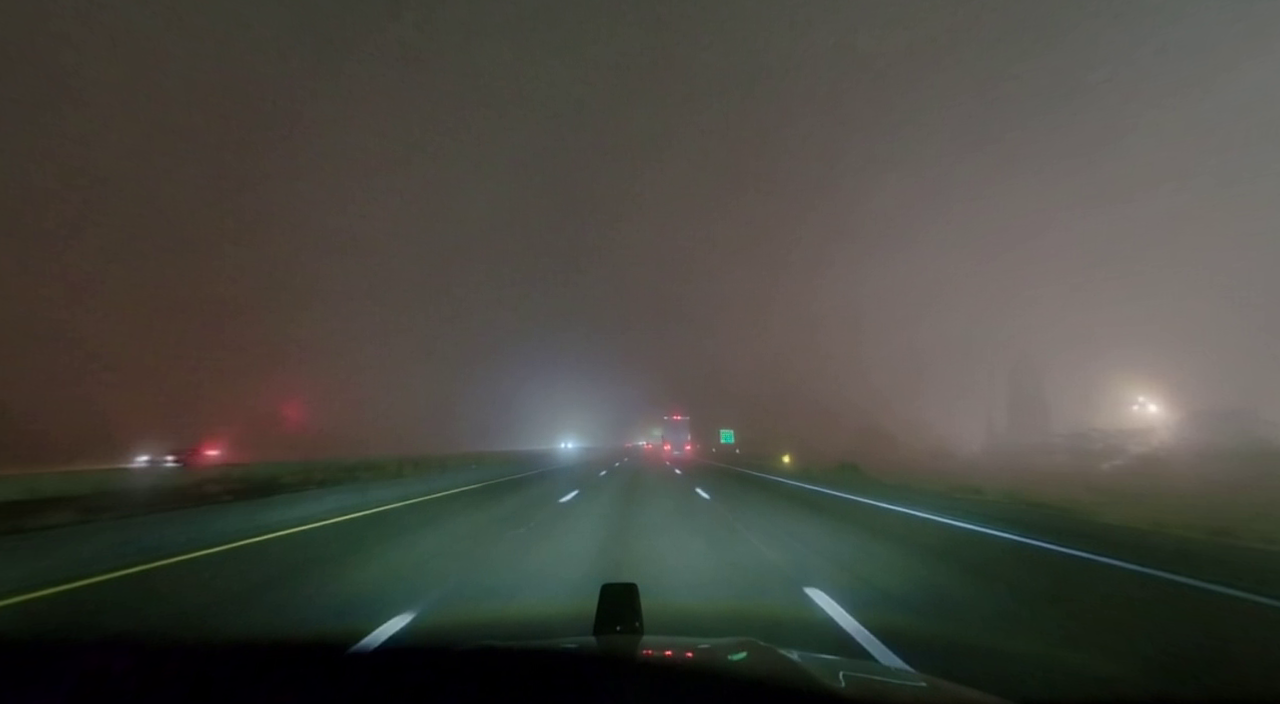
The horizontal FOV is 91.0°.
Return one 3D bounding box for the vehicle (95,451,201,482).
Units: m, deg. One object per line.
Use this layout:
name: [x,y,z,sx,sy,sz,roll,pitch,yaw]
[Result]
vehicle: [-26.987,6.264,34.793,1.936,1.507,4.806,0,-9,1]
